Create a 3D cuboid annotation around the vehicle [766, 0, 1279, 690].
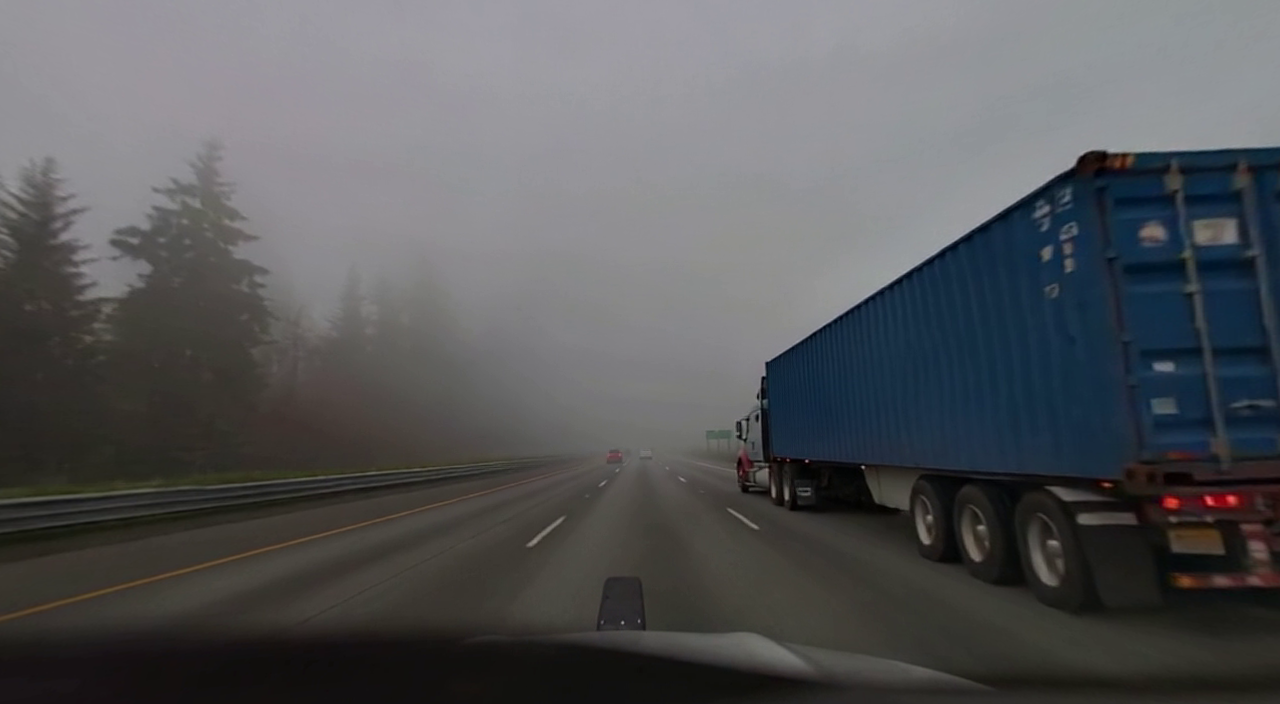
[{"bbox_3d":[4.716,0.720,9.526,2.821,4.046,12.876,0,-9,-1],"label":"vehicle"}]
